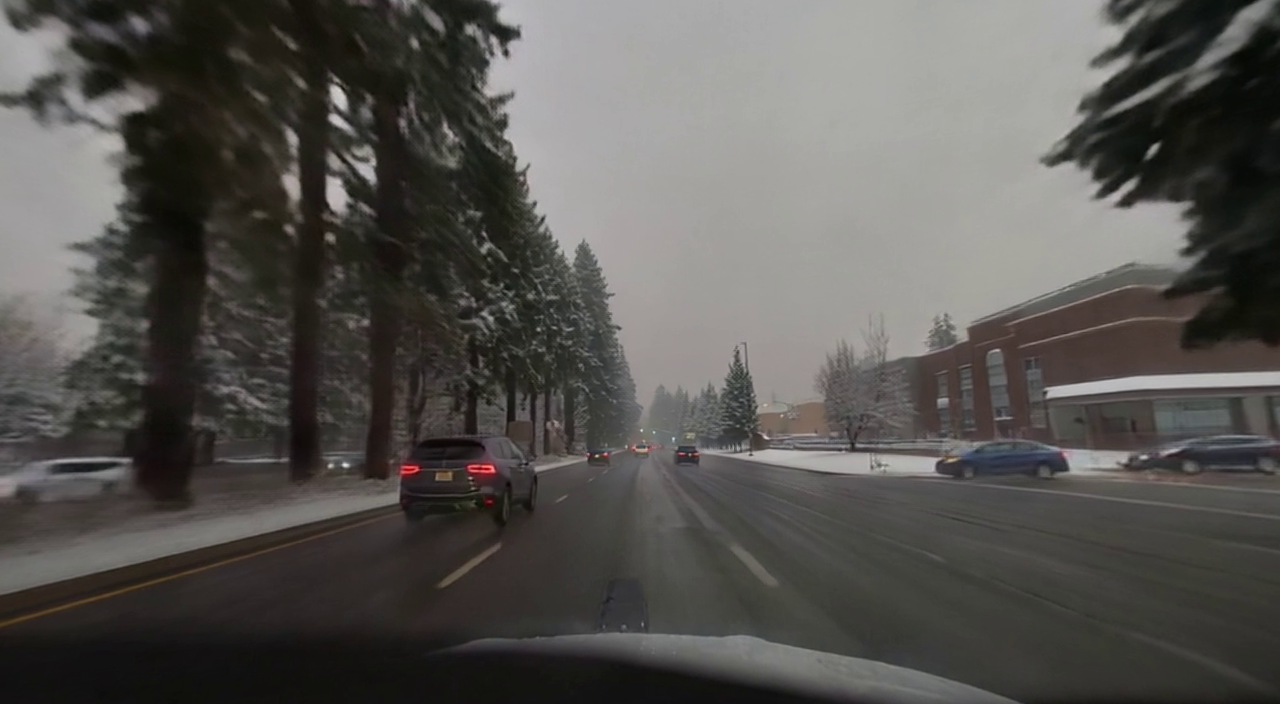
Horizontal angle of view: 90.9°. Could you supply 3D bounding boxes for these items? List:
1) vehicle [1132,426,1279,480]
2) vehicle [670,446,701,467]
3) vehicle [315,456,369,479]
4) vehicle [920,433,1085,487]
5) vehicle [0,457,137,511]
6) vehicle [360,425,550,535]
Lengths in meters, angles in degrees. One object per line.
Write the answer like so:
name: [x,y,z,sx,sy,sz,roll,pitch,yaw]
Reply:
vehicle: [20.645,3.543,22.235,4.691,1.626,1.989,-3,-9,3]
vehicle: [3.402,7.927,48.087,2.087,1.506,4.276,0,-9,0]
vehicle: [-21.473,8.361,45.657,1.729,1.499,4.579,0,-9,-1]
vehicle: [12.685,3.835,22.388,4.515,1.599,1.968,-5,-10,10]
vehicle: [-21.337,4.759,23.195,1.841,1.722,4.490,0,-9,0]
vehicle: [-3.140,2.288,11.894,2.121,1.656,4.559,0,-9,1]
